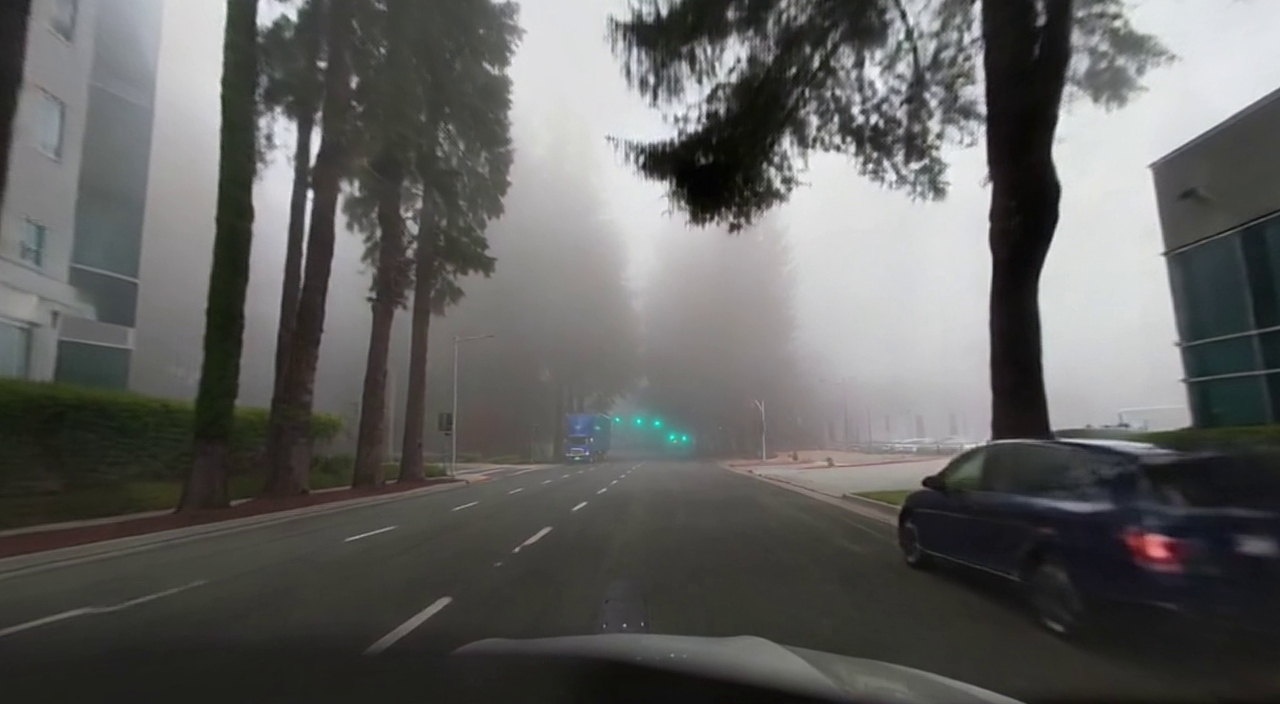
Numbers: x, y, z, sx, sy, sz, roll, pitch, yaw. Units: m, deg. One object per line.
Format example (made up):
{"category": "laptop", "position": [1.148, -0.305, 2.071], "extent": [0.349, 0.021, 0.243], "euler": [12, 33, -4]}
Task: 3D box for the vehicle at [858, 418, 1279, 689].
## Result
{"category": "vehicle", "position": [3.830, 1.465, 5.809], "extent": [2.098, 1.509, 4.389], "euler": [0, -9, 1]}
